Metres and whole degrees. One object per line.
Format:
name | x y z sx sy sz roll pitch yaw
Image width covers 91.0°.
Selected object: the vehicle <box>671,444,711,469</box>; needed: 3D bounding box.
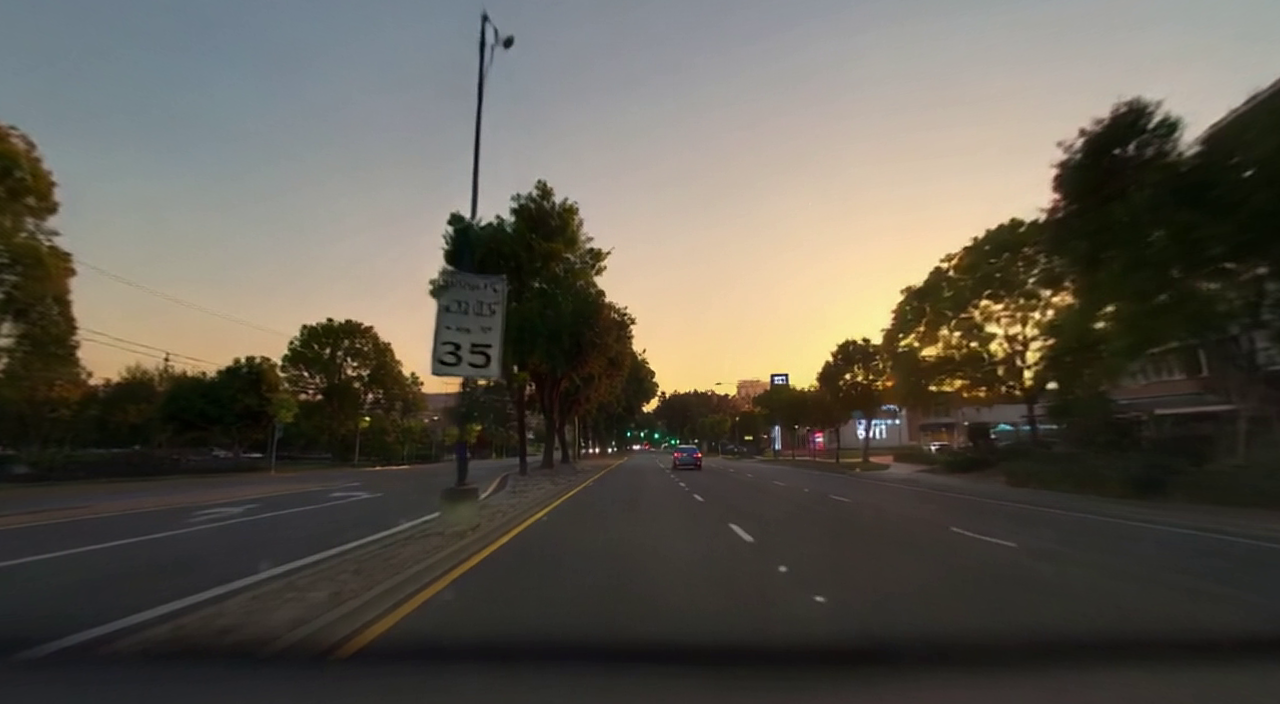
vehicle | 3.117 6.549 39.683 2.015 1.479 4.444 0 -8 -2
